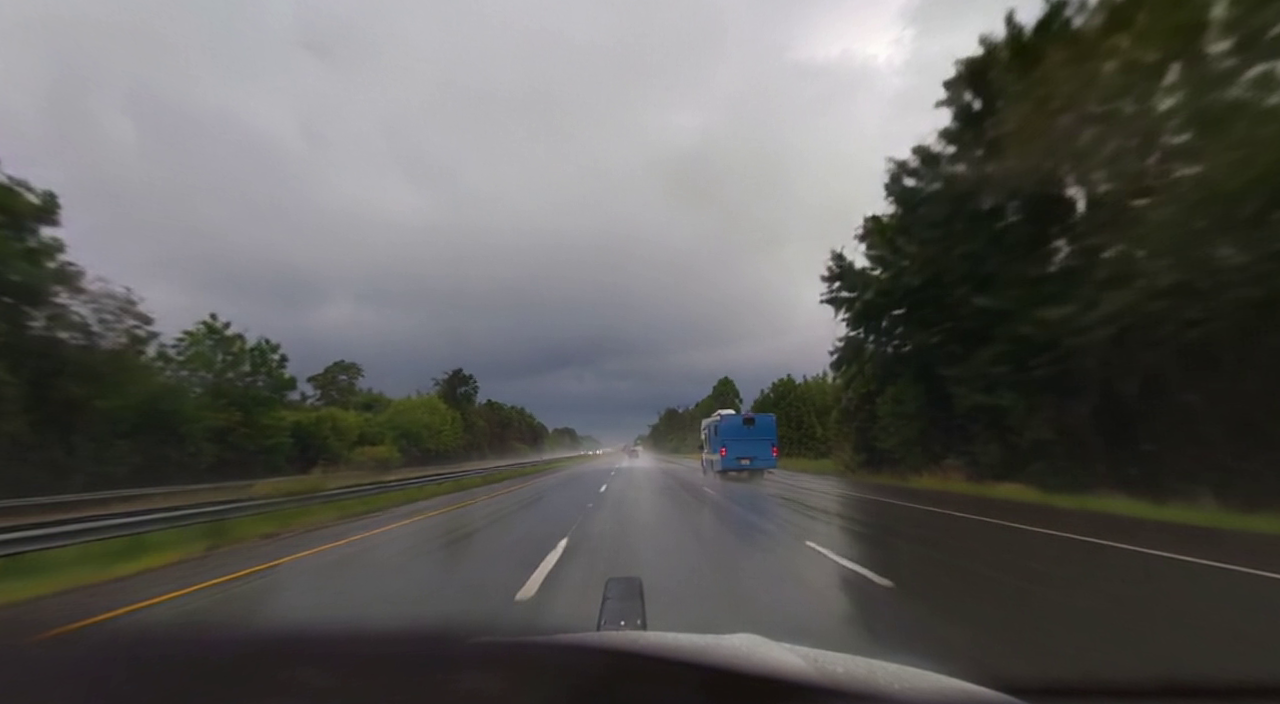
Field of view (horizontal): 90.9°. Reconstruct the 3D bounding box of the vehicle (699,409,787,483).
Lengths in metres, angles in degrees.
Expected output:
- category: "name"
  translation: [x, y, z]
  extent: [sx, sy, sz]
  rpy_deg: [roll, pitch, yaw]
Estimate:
- category: "vehicle"
  translation: [4.218, 4.063, 27.162]
  extent: [2.556, 2.763, 6.287]
  rpy_deg: [0, -9, -2]
